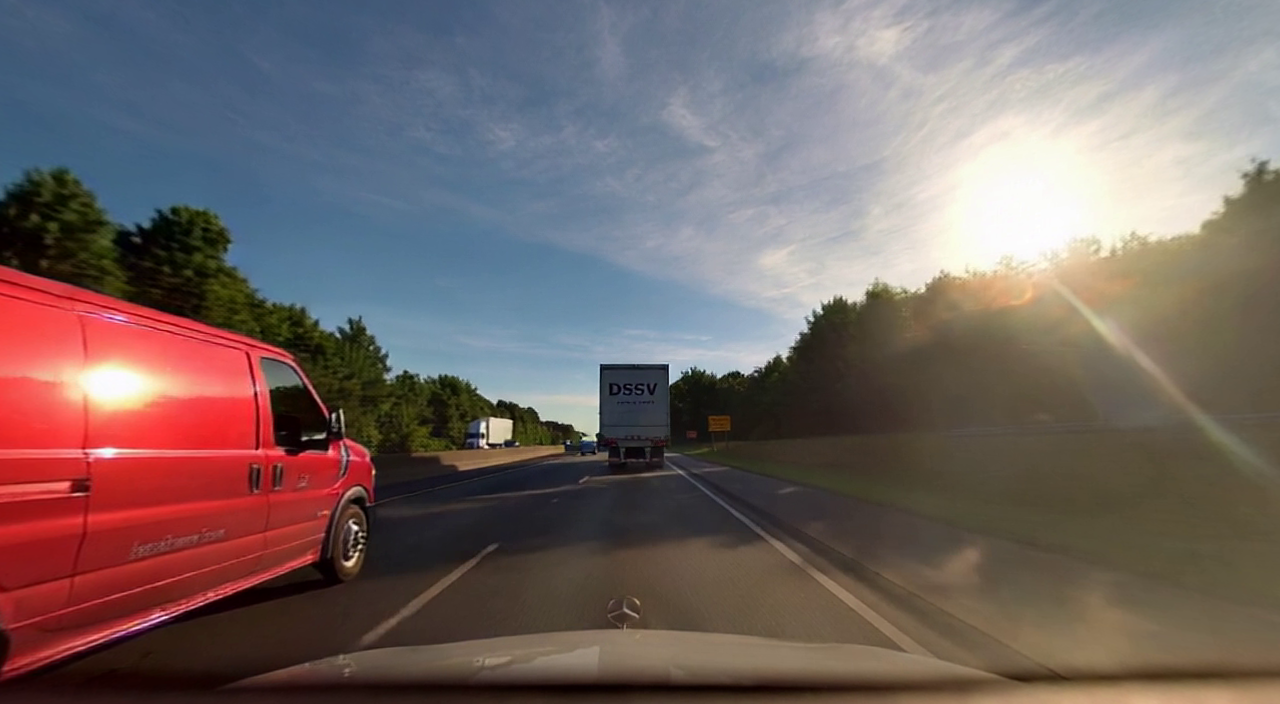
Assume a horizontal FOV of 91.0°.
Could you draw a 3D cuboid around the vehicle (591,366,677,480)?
[{"bbox_3d":[-0.366,3.177,26.962,2.969,3.957,10.270,0,-8,-2],"label":"vehicle"}]
